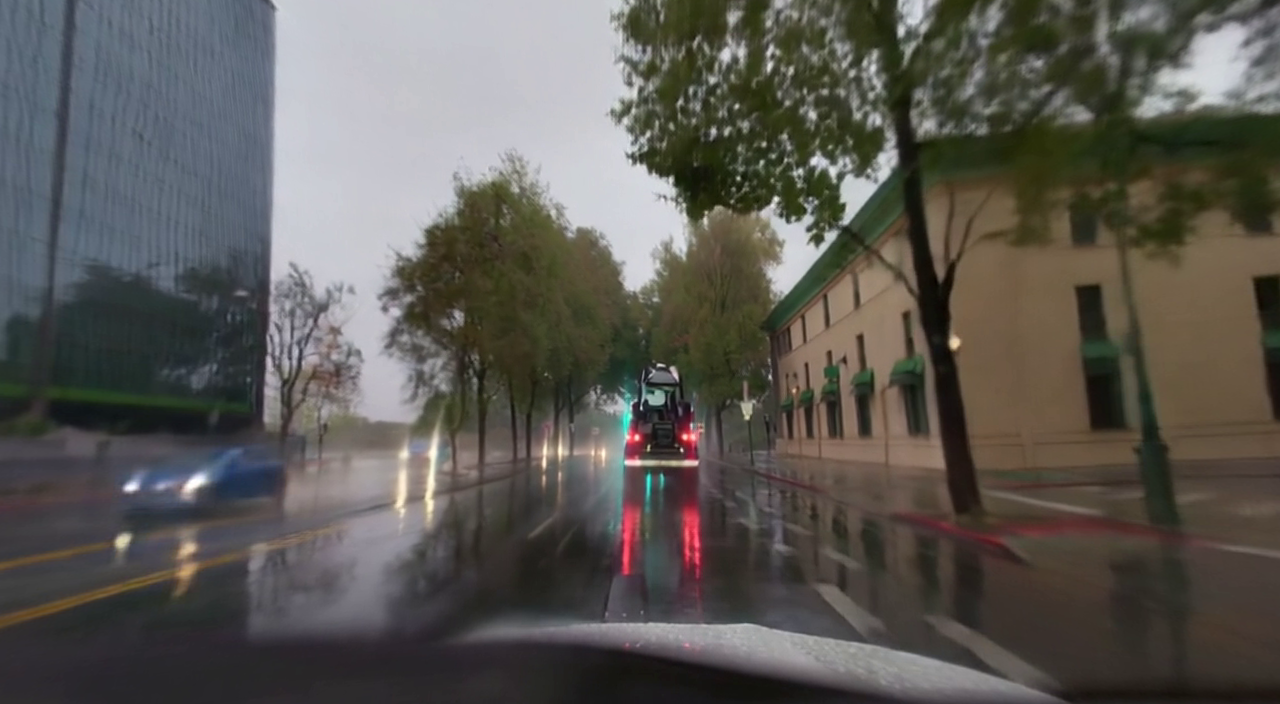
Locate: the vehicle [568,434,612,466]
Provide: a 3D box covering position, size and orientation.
[{"bbox_3d":[-2.779,5.626,36.313,2.081,1.688,4.235,0,-9,2],"label":"vehicle"}]

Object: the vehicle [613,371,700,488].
[{"bbox_3d":[0.442,3.106,24.527,2.552,3.461,11.044,-1,-8,-1],"label":"vehicle"}]

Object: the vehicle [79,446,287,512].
[{"bbox_3d":[-11.875,3.278,16.915,1.939,1.496,4.678,0,-9,2],"label":"vehicle"}]

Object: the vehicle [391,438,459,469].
[{"bbox_3d":[-14.288,6.774,42.327,2.225,1.946,6.187,0,-9,2],"label":"vehicle"}]
